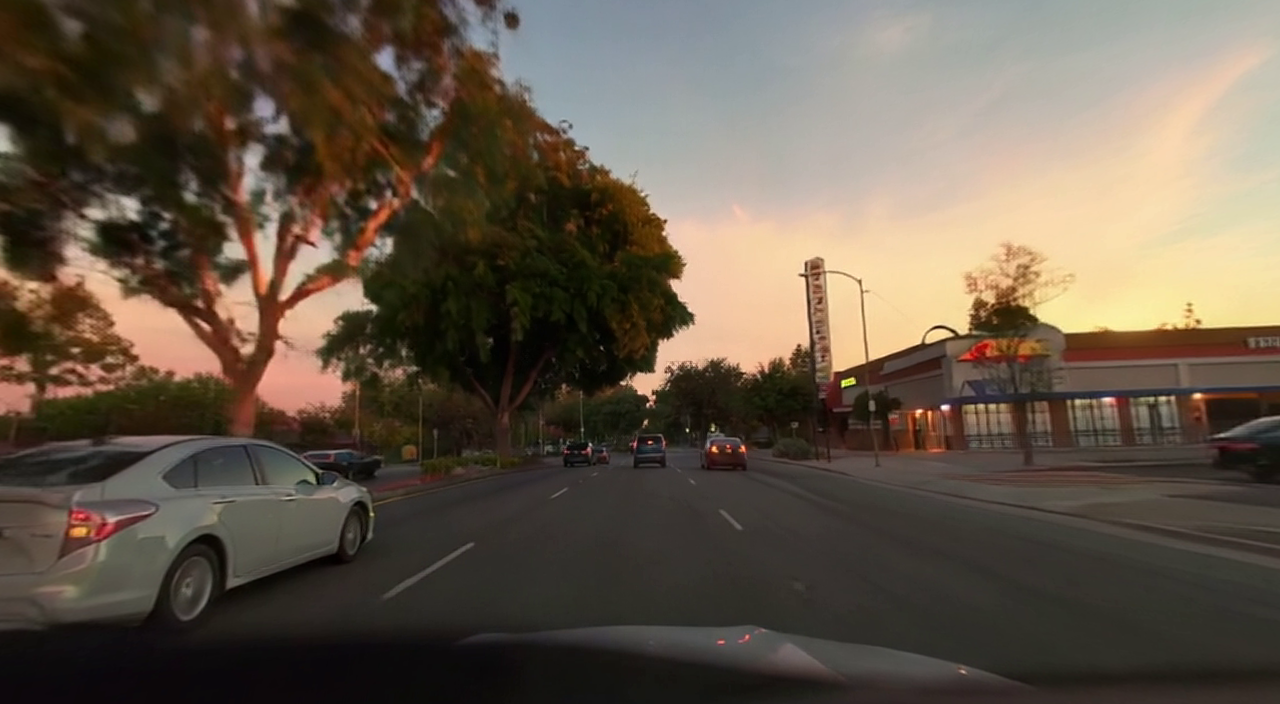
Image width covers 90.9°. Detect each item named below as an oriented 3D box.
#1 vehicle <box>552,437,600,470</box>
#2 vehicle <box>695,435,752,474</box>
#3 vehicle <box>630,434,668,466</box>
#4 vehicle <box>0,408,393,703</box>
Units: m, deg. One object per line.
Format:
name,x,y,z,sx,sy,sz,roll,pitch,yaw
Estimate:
vehicle,-3.420,5.520,34.431,2.026,1.665,4.193,0,-8,2
vehicle,3.584,4.471,27.634,1.922,1.579,3.642,0,-8,-1
vehicle,0.524,5.984,38.578,2.193,1.873,4.033,0,-8,0
vehicle,-3.921,1.338,5.225,1.908,1.481,4.351,0,-8,1
